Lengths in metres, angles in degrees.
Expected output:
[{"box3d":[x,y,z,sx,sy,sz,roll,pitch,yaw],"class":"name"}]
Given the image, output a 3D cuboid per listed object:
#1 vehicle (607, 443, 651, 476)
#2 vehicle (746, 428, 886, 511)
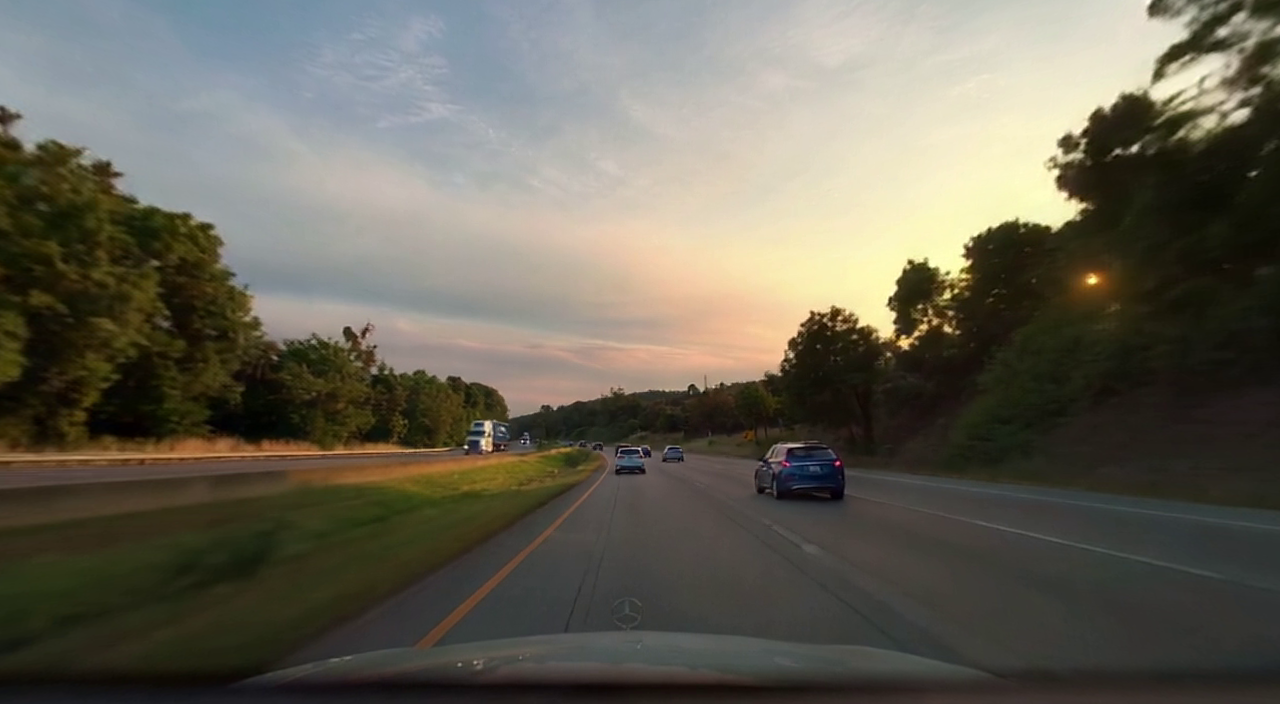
[{"box3d":[-0.575,5.274,31.074,2.050,1.534,3.771,0,-9,-2],"class":"vehicle"},{"box3d":[3.819,2.644,14.491,2.013,1.623,3.916,0,-9,-1],"class":"vehicle"}]
